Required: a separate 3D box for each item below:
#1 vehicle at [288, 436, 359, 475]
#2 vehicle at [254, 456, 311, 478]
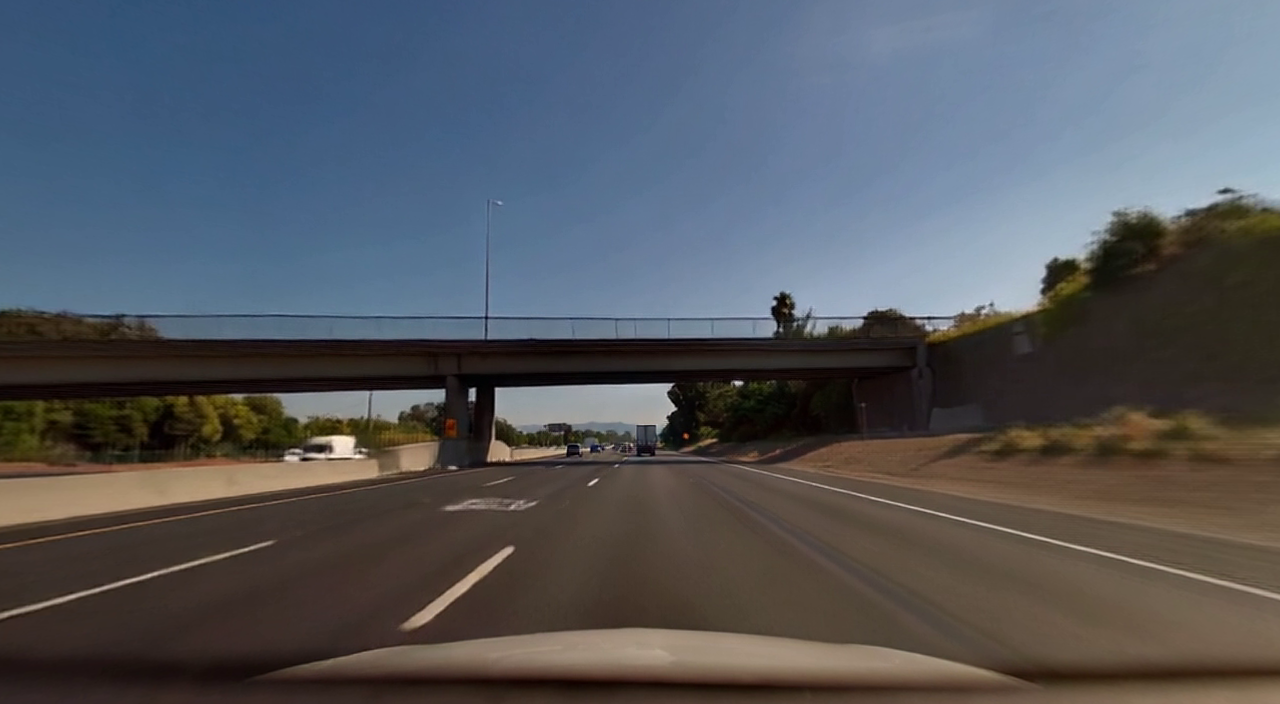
[{"bbox_3d":[-23.495,7.669,47.093,2.199,2.684,5.865,0,-8,0],"label":"vehicle"},{"bbox_3d":[-27.553,8.822,48.722,1.946,1.535,4.110,0,-8,0],"label":"vehicle"}]
